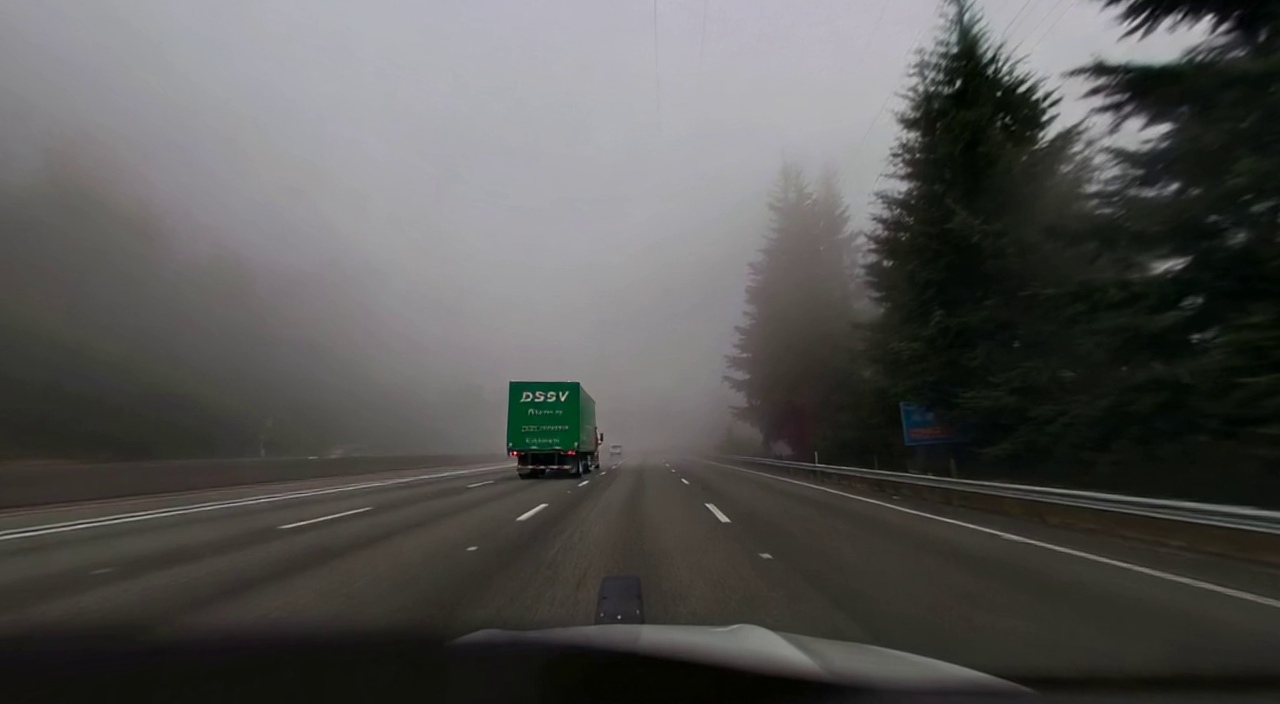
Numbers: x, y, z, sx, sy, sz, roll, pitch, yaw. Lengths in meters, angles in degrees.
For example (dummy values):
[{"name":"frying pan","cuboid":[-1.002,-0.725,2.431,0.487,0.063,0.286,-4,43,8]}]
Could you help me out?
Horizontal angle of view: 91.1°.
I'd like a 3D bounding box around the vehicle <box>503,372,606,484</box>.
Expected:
[{"name":"vehicle","cuboid":[-3.434,3.703,29.169,3.025,4.002,12.709,0,-9,0]}]
